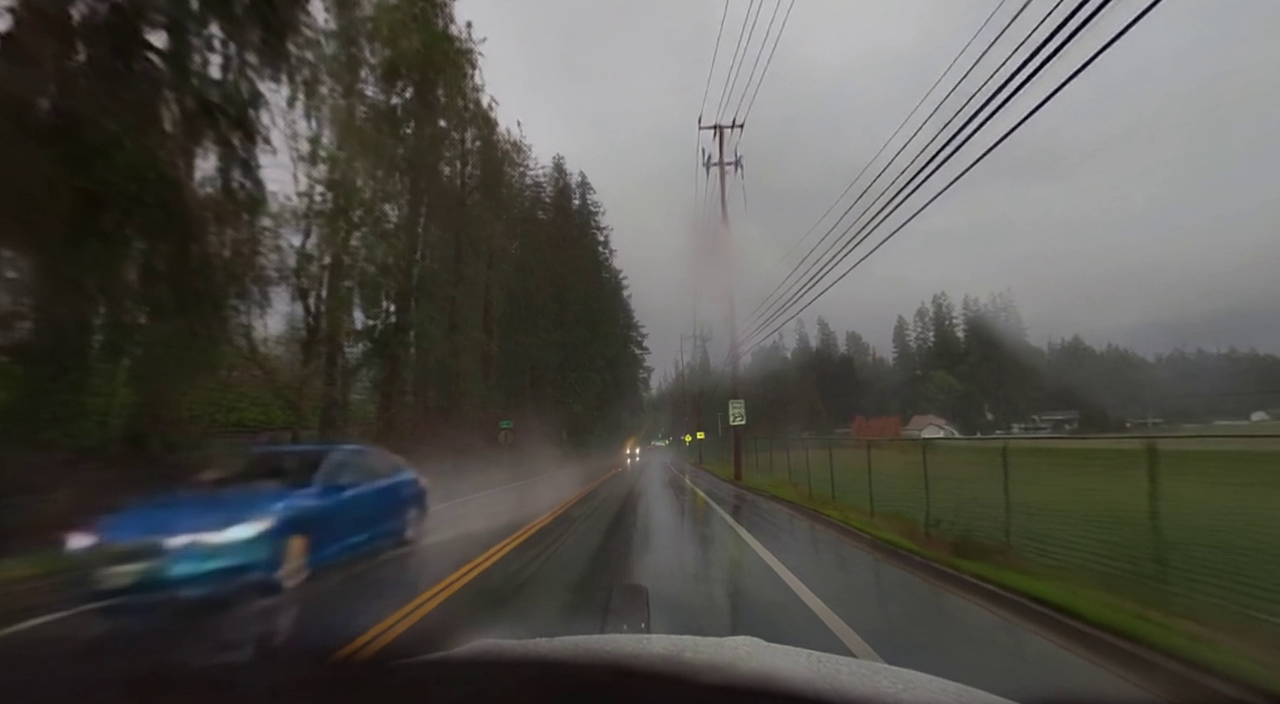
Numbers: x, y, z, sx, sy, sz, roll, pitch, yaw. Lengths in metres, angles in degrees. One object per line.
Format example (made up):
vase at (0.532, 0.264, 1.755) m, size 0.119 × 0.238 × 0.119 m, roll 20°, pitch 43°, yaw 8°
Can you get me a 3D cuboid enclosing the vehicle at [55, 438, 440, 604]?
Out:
vehicle at (-4.294, 1.884, 8.019) m, size 1.975 × 1.481 × 4.445 m, roll 0°, pitch -9°, yaw 1°
